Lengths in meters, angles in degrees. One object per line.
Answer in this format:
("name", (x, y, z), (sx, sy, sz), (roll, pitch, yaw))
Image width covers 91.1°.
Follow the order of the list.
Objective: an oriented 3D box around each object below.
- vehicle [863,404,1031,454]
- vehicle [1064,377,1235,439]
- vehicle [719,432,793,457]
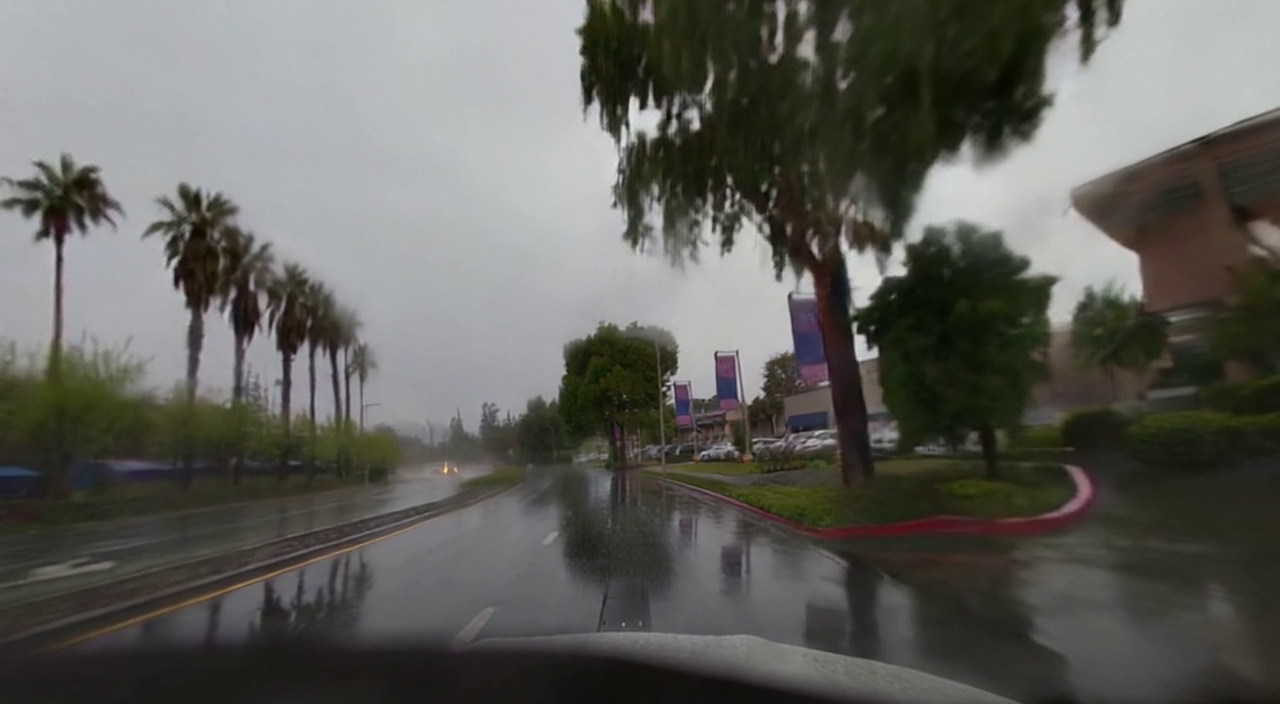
("vehicle", (10.527, 2.692, 21.830), (4.671, 1.630, 2.200), (0, -9, 0))
("vehicle", (19.738, 2.249, 24.585), (2.002, 1.686, 4.537), (-2, -12, -27))
("vehicle", (7.954, 6.388, 43.414), (4.636, 1.695, 2.025), (1, -9, -5))
